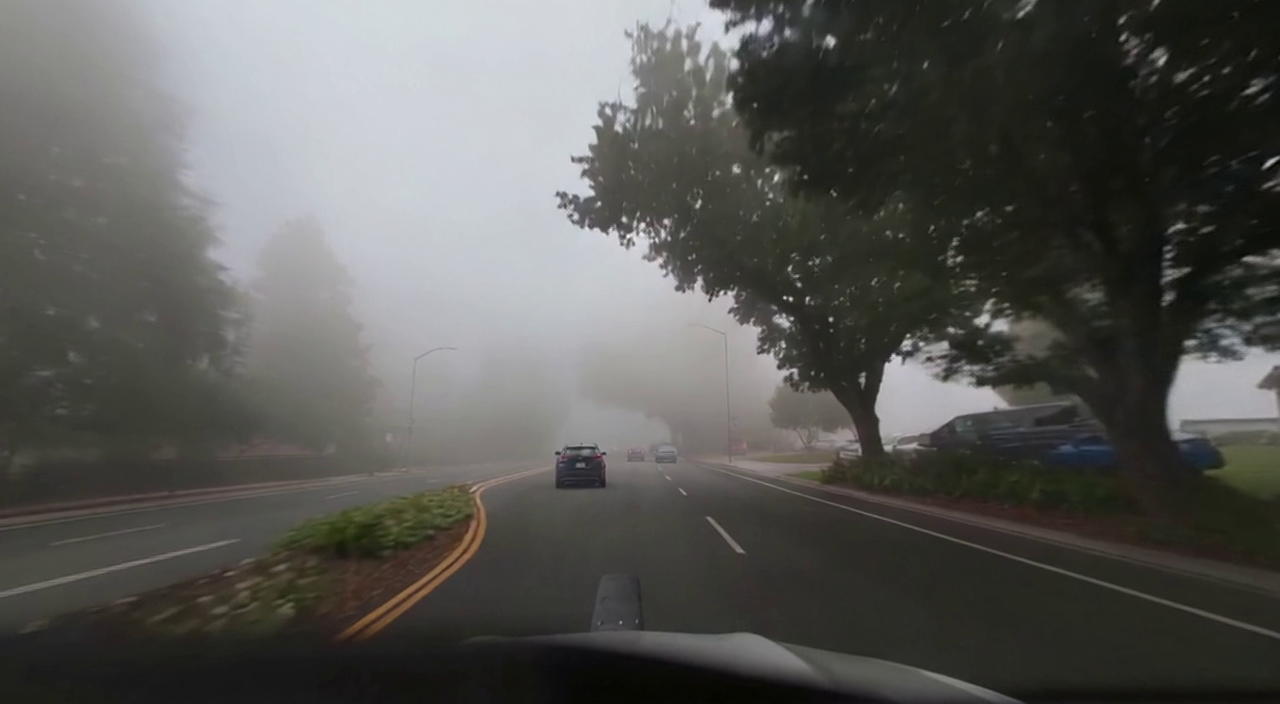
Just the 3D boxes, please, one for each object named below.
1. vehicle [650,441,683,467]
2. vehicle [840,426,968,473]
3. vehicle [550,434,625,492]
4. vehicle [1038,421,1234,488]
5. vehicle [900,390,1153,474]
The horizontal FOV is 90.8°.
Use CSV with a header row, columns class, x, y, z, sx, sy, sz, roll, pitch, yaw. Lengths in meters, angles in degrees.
class,x,y,z,sx,sy,sz,roll,pitch,yaw
vehicle,1.685,6.753,41.884,2.003,1.614,4.072,0,-8,0
vehicle,11.327,4.214,27.295,4.560,1.842,2.048,-9,-12,43
vehicle,-1.754,3.650,21.229,2.205,1.706,4.904,1,-8,-5
vehicle,12.028,2.483,15.462,1.740,1.431,3.431,8,-11,-42
vehicle,11.781,2.573,19.749,2.483,2.209,6.171,8,-12,-43
